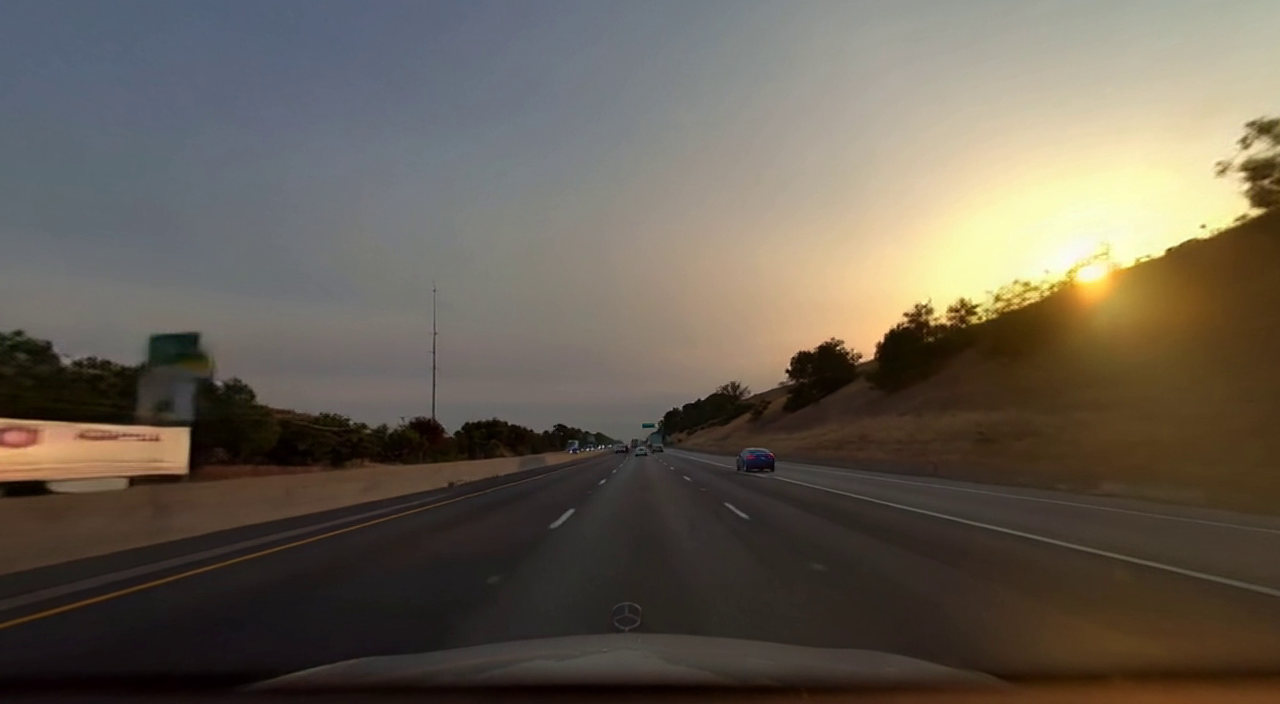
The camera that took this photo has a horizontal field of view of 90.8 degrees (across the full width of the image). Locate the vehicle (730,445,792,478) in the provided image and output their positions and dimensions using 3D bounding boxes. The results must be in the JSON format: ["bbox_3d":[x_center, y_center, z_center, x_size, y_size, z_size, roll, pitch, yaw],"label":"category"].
[{"bbox_3d":[5.656,5.162,29.941,1.967,1.472,3.751,0,-9,-3],"label":"vehicle"}]

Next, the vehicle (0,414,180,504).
[{"bbox_3d":[-29.552,5.223,31.024,2.869,3.885,14.559,0,-9,0],"label":"vehicle"}]
